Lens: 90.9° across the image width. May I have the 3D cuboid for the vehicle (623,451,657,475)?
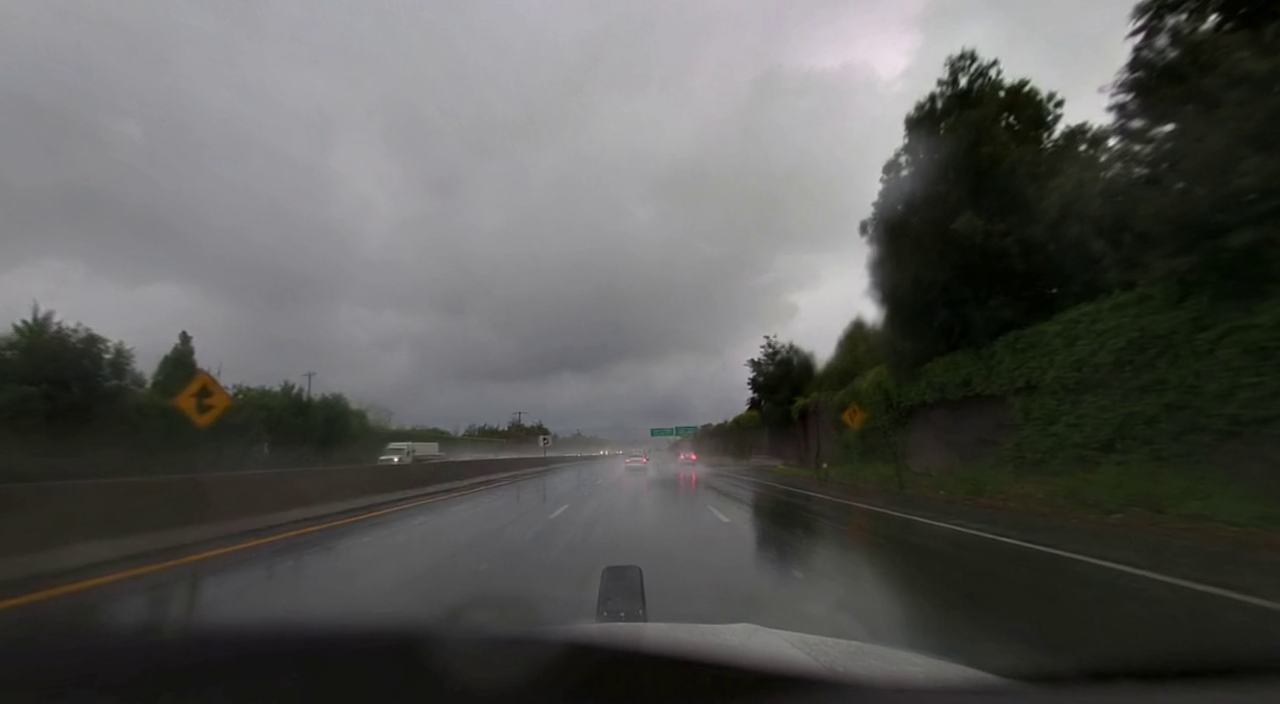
[{"bbox_3d":[-0.052,7.045,40.175,2.065,1.400,4.028,0,-9,-2],"label":"vehicle"}]
